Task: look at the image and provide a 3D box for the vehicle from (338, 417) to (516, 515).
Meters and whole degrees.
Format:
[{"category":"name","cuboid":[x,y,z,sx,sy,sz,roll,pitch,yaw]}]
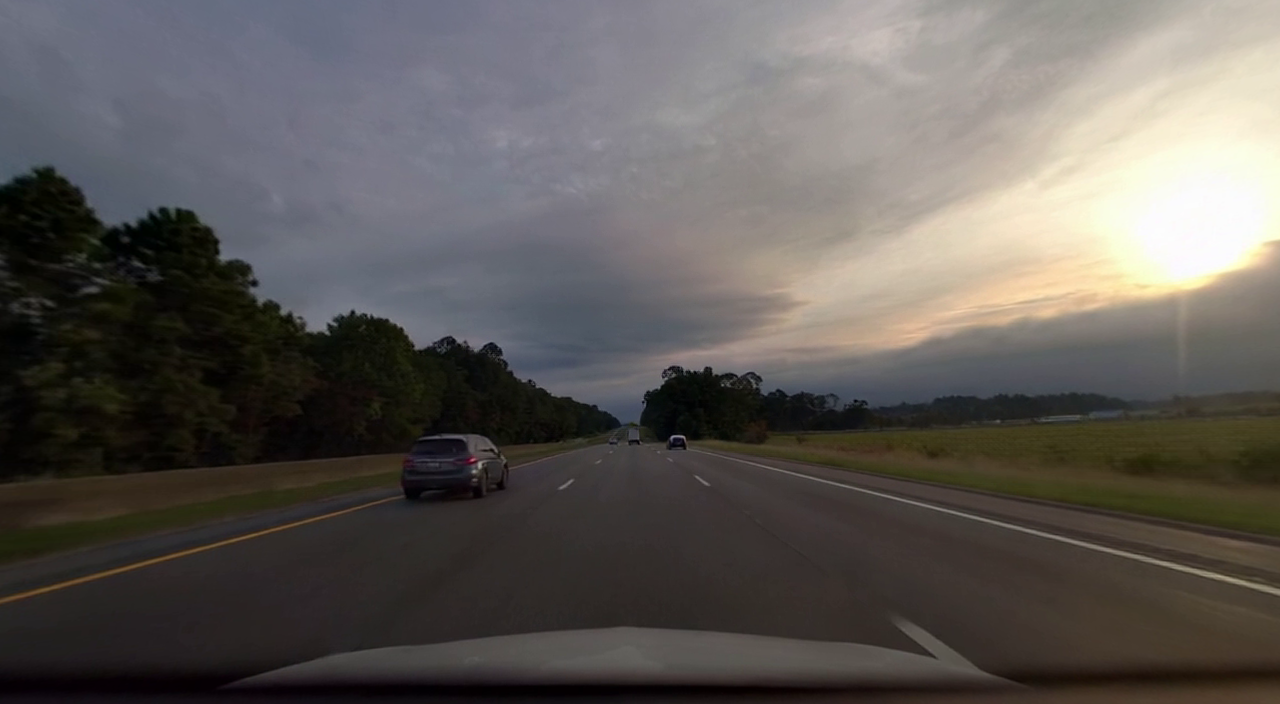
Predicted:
[{"category":"vehicle","cuboid":[-4.134,2.287,13.198,2.185,1.677,4.390,0,-8,0]}]
